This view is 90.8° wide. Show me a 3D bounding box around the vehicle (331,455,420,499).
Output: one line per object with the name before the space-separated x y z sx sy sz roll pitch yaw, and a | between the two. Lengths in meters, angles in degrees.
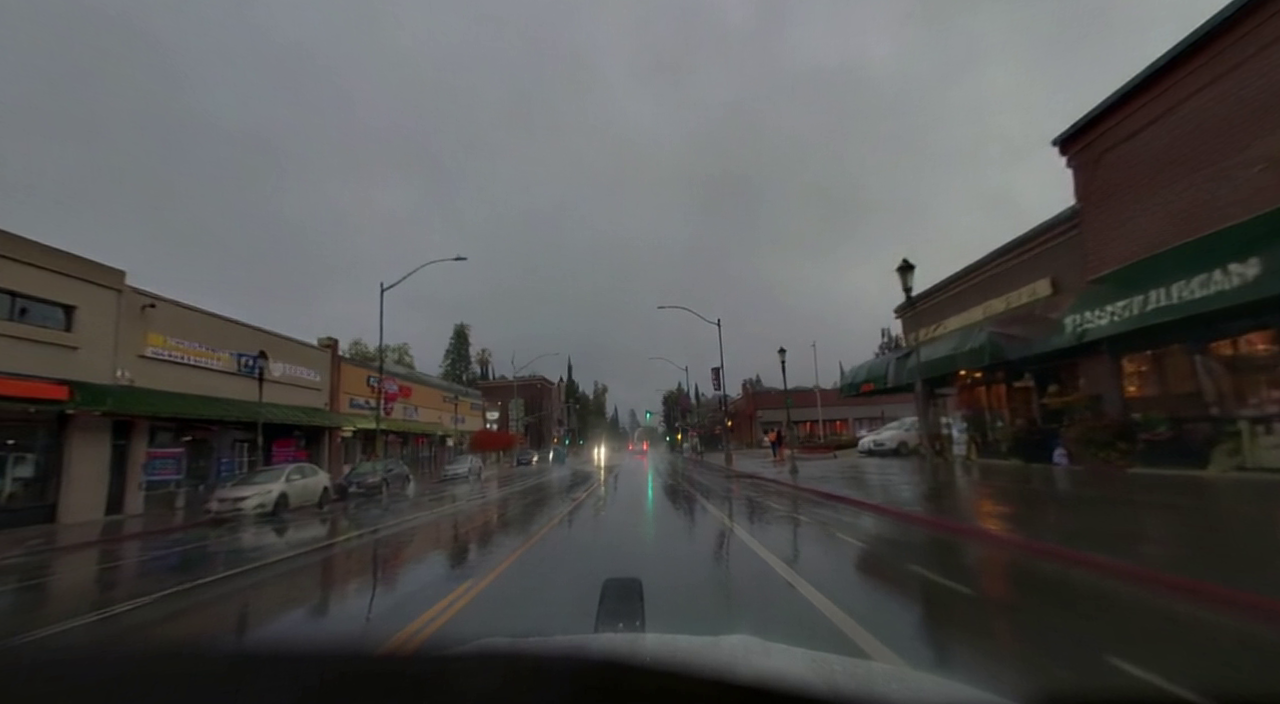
vehicle | -10.820 5.123 26.199 1.837 1.586 4.155 0 -8 0

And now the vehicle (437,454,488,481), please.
vehicle | -10.866 7.068 39.023 1.828 1.470 4.523 0 -8 0

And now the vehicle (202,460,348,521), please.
vehicle | -10.765 4.073 19.077 1.784 1.502 4.344 0 -8 0

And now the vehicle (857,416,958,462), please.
vehicle | 12.665 4.230 30.408 2.532 1.997 5.001 0 -9 -2
